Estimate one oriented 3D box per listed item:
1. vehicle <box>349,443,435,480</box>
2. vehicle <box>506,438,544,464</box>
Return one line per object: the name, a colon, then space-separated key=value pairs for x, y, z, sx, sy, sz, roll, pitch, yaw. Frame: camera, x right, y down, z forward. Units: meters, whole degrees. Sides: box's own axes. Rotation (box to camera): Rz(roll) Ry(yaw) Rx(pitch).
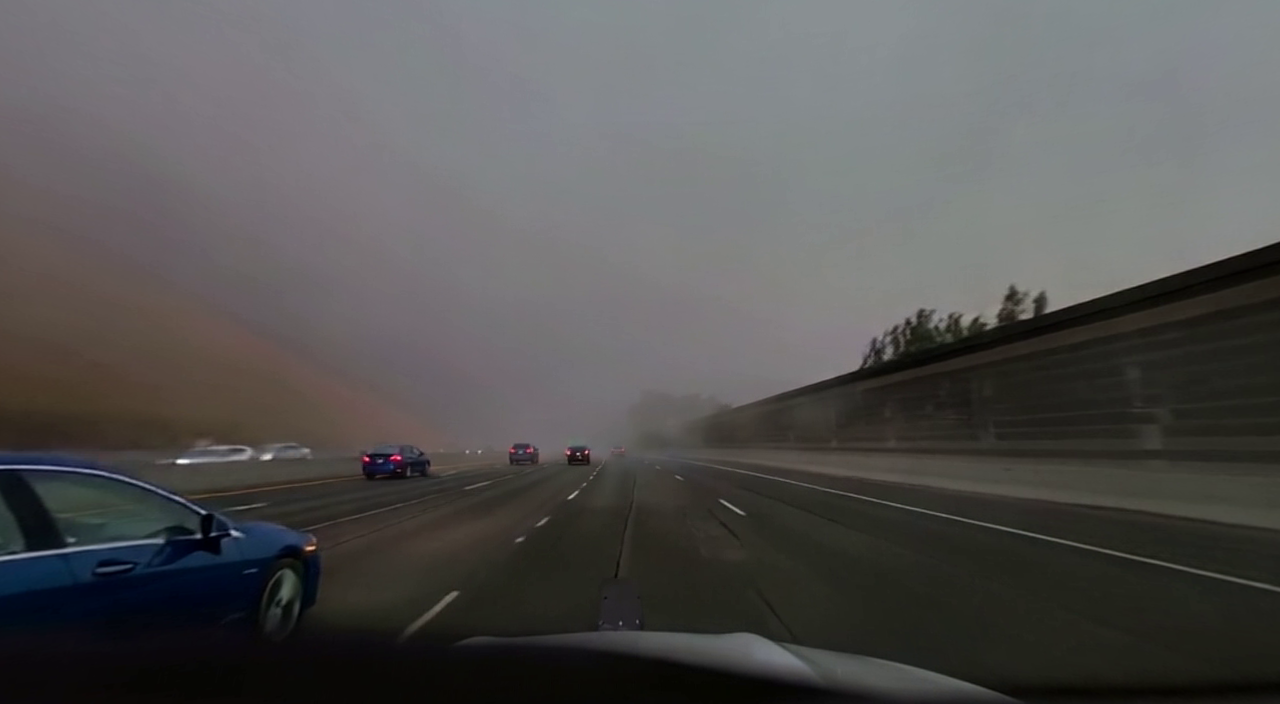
vehicle: x=-10.677 y=4.736 z=27.603 sx=1.949 sy=1.475 sz=4.740 roll=0 pitch=-9 yaw=-2
vehicle: x=-8.295 y=7.206 z=45.984 sx=2.074 sy=1.768 sz=4.805 roll=0 pitch=-9 yaw=-2
